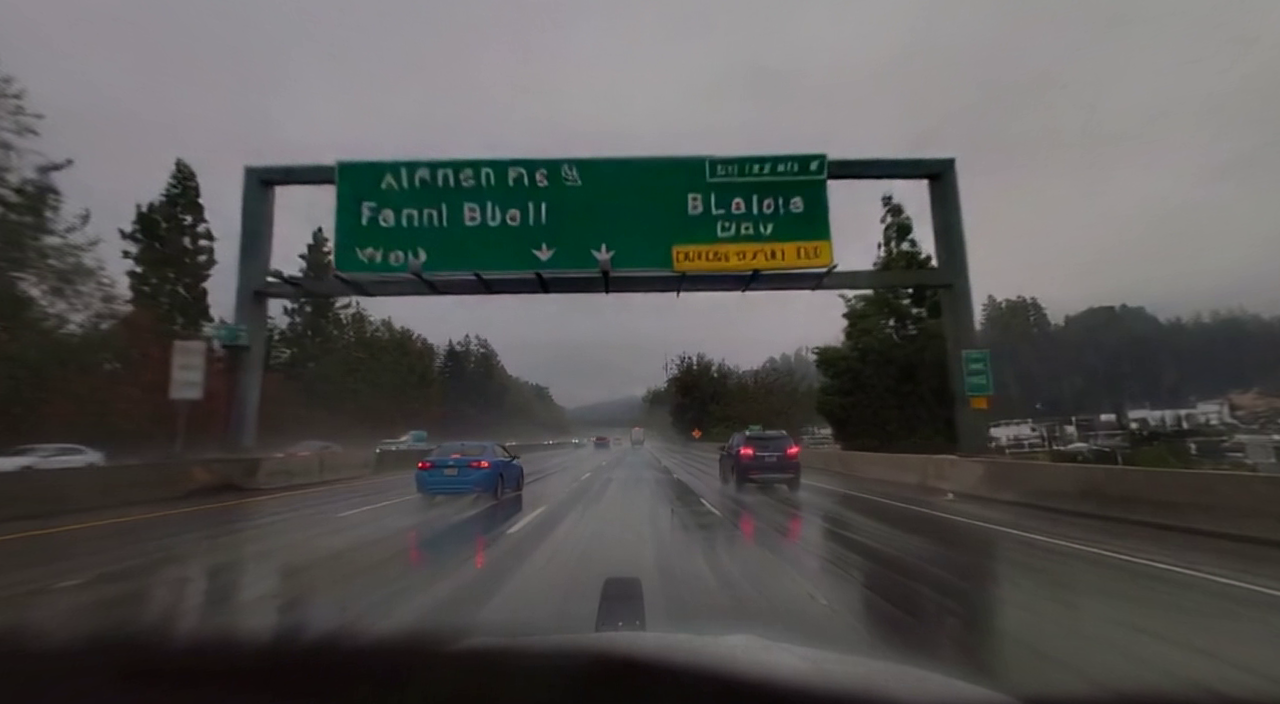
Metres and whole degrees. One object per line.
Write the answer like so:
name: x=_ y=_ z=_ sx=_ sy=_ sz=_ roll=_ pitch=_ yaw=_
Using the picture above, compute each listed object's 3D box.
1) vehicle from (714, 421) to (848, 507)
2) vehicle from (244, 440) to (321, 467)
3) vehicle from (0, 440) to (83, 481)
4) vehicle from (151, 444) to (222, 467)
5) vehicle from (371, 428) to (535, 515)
vehicle: x=3.078 y=2.567 z=14.790 sx=2.053 sy=1.714 sz=4.097 roll=0 pitch=-9 yaw=-2
vehicle: x=-21.552 y=6.162 z=38.344 sx=1.879 sy=1.502 sz=4.735 roll=0 pitch=-9 yaw=0
vehicle: x=-25.190 y=4.297 z=25.104 sx=2.132 sy=1.501 sz=4.345 roll=0 pitch=-9 yaw=0
vehicle: x=-33.161 y=7.556 z=46.311 sx=1.903 sy=1.566 sz=4.432 roll=0 pitch=-9 yaw=0
vehicle: x=-3.849 y=2.580 z=14.124 sx=2.118 sy=1.573 sz=4.940 roll=0 pitch=-9 yaw=0
